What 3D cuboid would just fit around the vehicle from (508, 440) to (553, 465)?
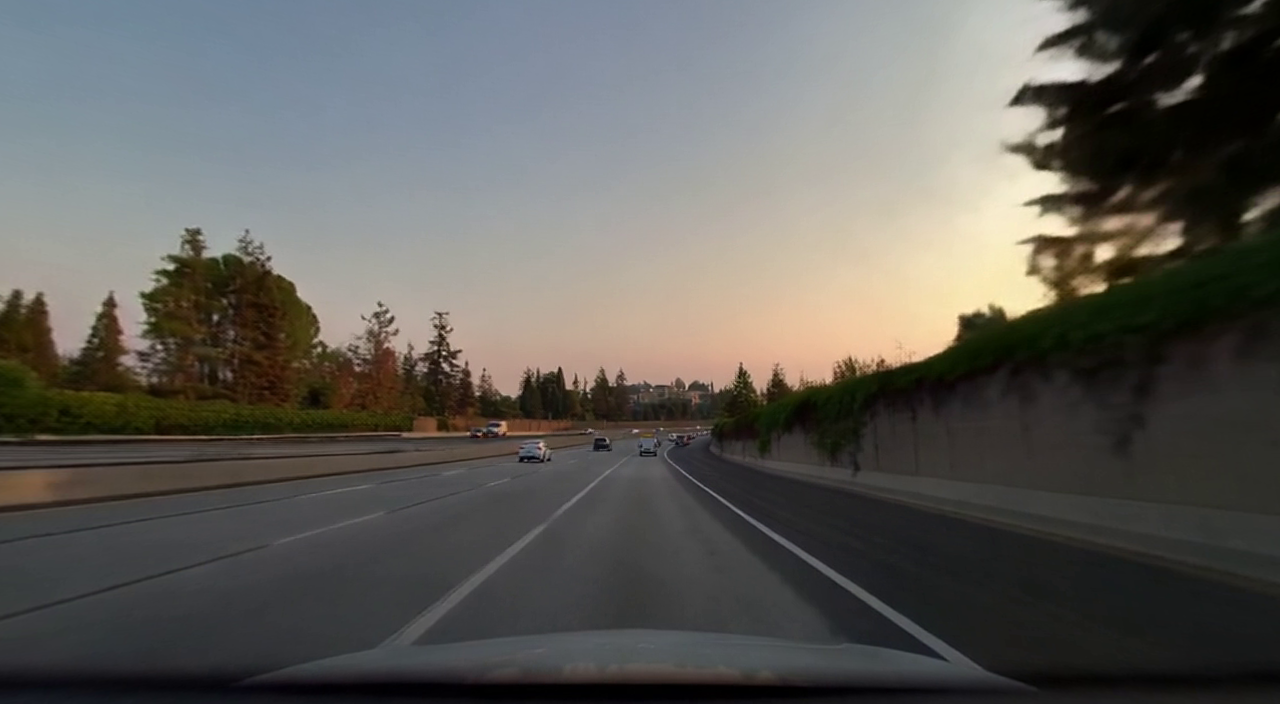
[{"bbox_3d":[-6.886,6.372,40.151,1.966,1.488,4.243,-1,-9,2],"label":"vehicle"}]
